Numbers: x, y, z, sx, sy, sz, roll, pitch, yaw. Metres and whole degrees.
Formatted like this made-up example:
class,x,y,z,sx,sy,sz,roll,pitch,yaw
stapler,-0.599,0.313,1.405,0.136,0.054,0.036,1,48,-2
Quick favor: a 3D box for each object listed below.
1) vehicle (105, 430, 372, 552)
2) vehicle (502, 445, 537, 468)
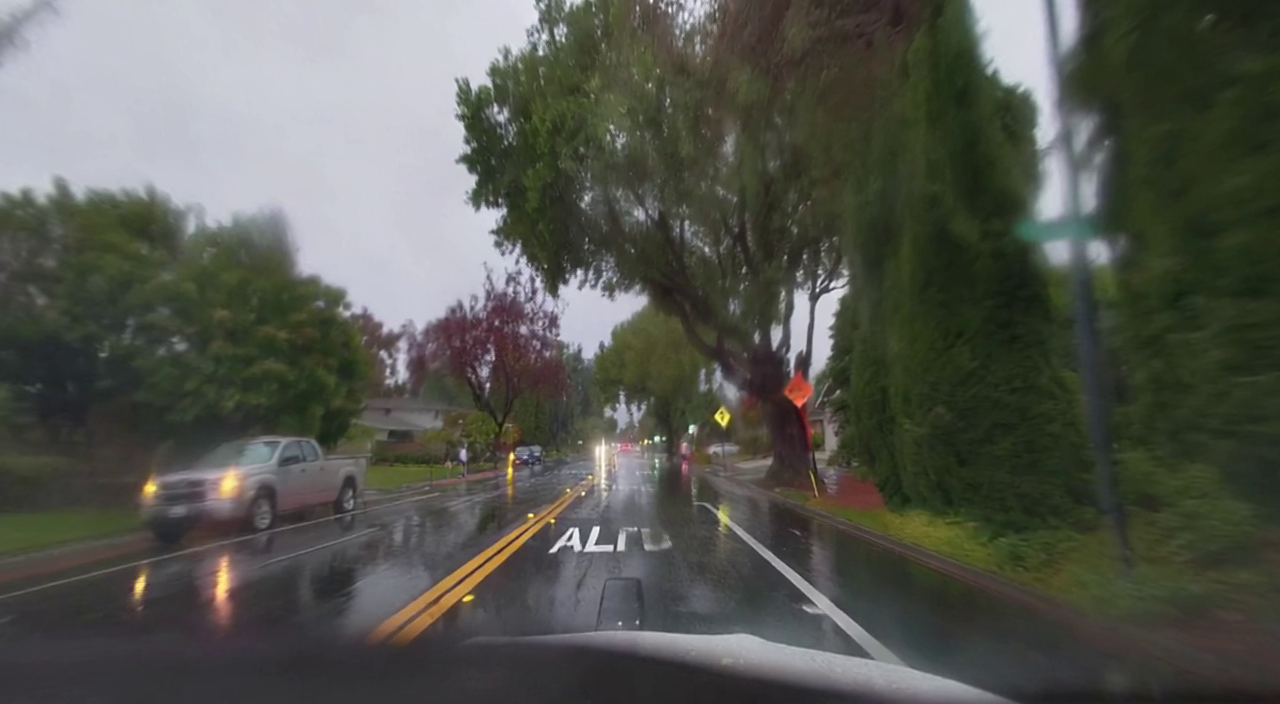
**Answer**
class,x,y,z,sx,sy,sz,roll,pitch,yaw
vehicle,-7.292,2.493,12.254,2.063,1.756,4.792,-4,-8,0
vehicle,-9.410,8.197,49.564,1.998,1.684,4.180,0,-9,-1
